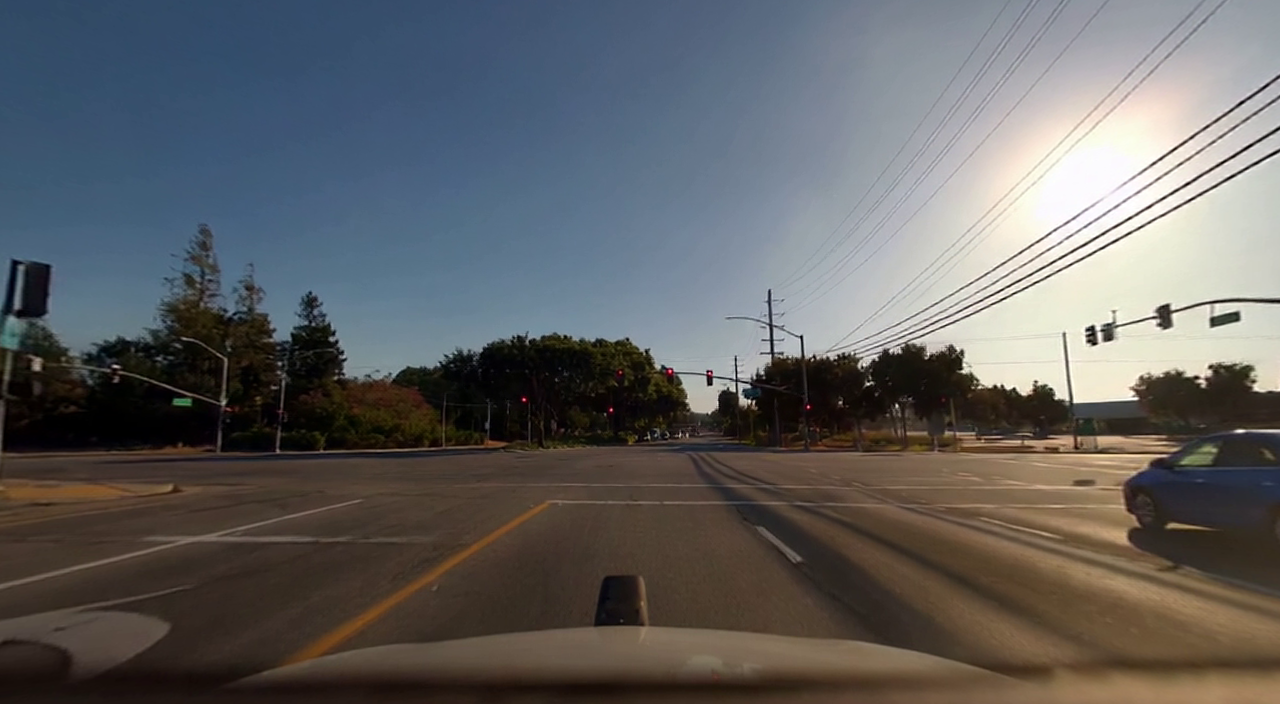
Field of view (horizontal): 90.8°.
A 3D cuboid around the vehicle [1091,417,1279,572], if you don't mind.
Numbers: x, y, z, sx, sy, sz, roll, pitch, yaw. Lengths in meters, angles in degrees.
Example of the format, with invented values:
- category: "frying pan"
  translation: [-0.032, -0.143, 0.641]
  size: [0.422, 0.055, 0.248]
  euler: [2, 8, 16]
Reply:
- category: "vehicle"
  translation: [7.380, 1.552, 7.149]
  size: [1.797, 1.544, 3.685]
  euler: [0, -8, 0]
